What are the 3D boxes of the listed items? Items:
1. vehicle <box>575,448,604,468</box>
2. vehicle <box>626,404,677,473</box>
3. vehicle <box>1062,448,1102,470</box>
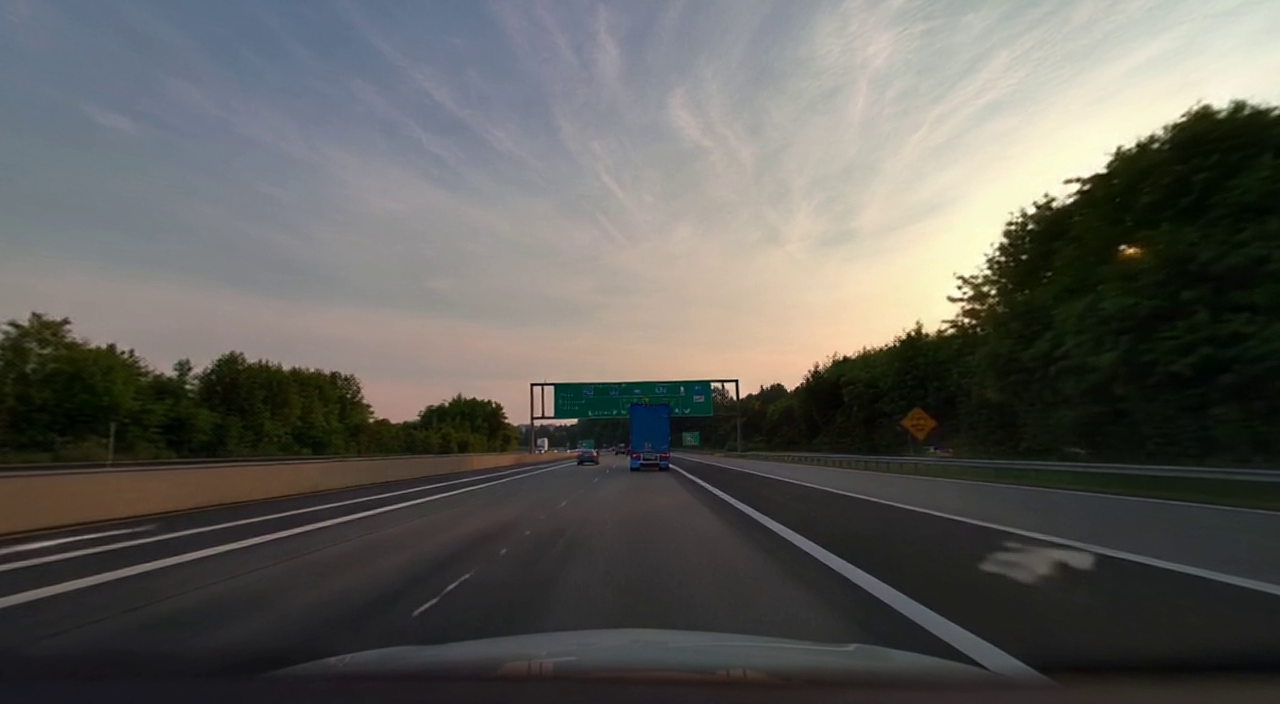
[{"bbox_3d":[-3.841,8.092,48.355,1.873,1.469,3.601,0,-9,0],"label":"vehicle"},{"bbox_3d":[0.694,5.904,42.604,3.022,4.072,10.318,0,-9,0],"label":"vehicle"},{"bbox_3d":[31.313,7.507,44.560,1.958,1.442,4.396,-7,-11,38],"label":"vehicle"}]
